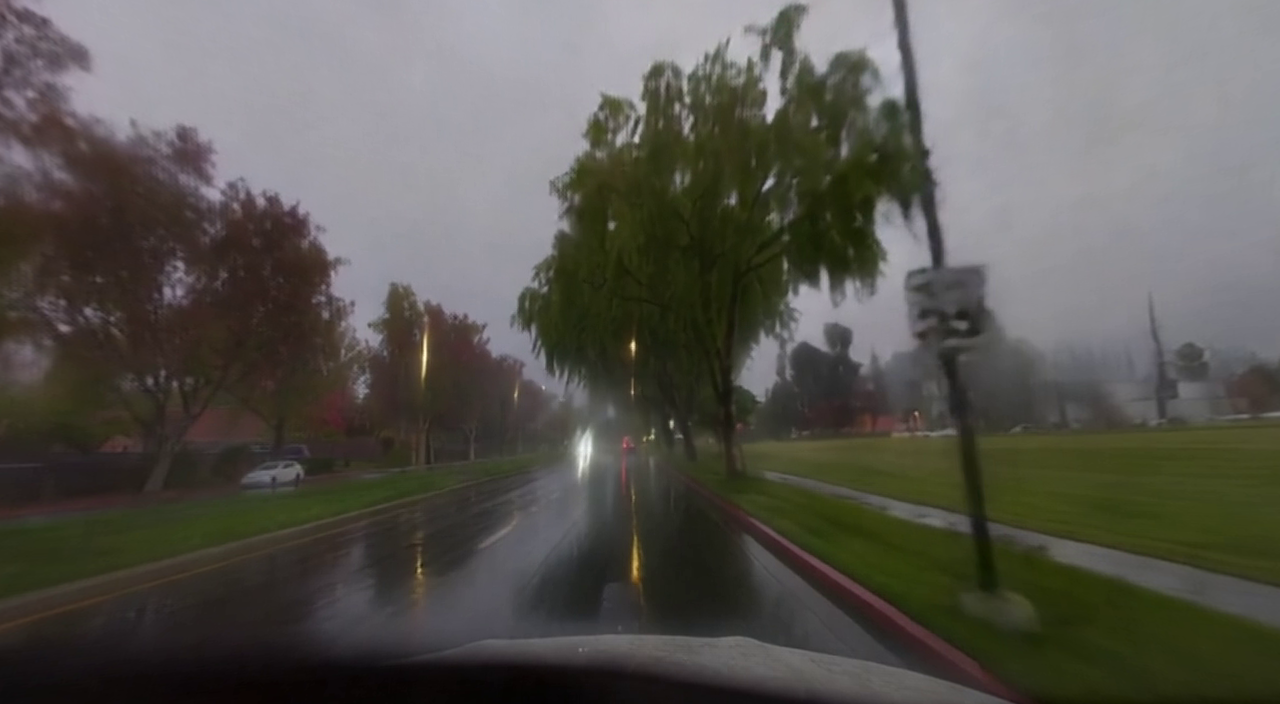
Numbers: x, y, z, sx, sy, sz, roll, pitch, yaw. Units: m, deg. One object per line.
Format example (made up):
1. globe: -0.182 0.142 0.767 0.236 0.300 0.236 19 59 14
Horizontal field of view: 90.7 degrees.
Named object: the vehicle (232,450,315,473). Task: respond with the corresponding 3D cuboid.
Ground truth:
1. vehicle: -24.617 7.334 42.566 4.440 1.460 1.819 0 -8 0
